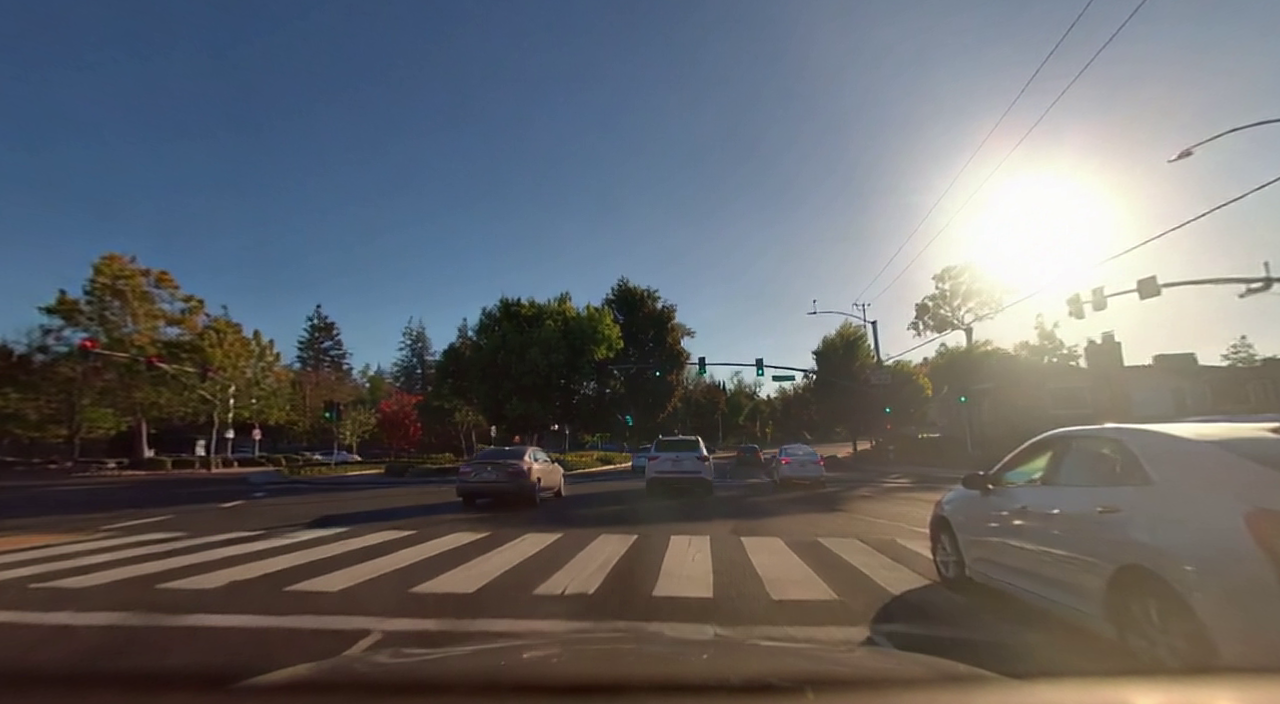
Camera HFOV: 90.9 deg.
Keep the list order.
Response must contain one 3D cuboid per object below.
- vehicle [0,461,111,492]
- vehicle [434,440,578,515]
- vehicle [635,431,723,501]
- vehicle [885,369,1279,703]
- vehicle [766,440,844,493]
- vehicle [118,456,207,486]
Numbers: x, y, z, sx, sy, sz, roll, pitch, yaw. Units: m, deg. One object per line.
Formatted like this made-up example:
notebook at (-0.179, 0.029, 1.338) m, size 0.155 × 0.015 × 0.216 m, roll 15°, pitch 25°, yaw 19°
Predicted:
vehicle at (-29.522, 6.198, 31.452) m, size 4.647 × 1.427 × 2.065 m, roll -1°, pitch -9°, yaw 8°
vehicle at (-2.928, 2.868, 14.976) m, size 2.006 × 1.464 × 4.586 m, roll -1°, pitch -9°, yaw 6°
vehicle at (1.215, 3.260, 18.461) m, size 2.250 × 1.768 × 4.574 m, roll -1°, pitch -9°, yaw 6°
vehicle at (3.755, 1.218, 4.728) m, size 2.106 × 1.636 × 4.655 m, roll -1°, pitch -9°, yaw 2°
vehicle at (5.198, 3.635, 20.303) m, size 1.859 × 1.540 × 3.454 m, roll -1°, pitch -9°, yaw 5°
vehicle at (-26.085, 6.464, 34.448) m, size 4.066 × 1.506 × 1.867 m, roll -3°, pitch -9°, yaw 20°
